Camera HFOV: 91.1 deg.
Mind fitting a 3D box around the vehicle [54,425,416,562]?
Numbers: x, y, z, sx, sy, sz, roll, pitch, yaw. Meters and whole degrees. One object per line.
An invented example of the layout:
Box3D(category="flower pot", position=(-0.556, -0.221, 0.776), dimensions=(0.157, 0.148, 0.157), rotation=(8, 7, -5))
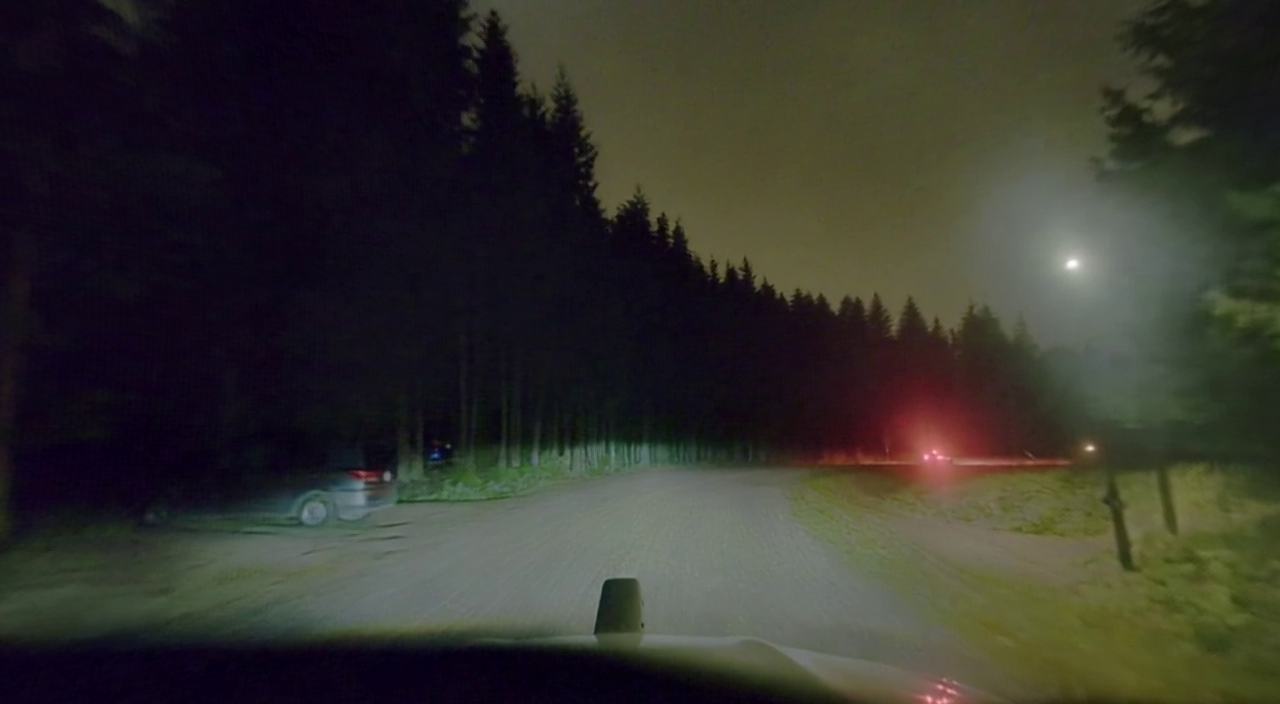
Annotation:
Box3D(category="vehicle", position=(-5.436, 1.983, 9.529), dimensions=(2.166, 1.512, 4.822), rotation=(0, -9, 2))
